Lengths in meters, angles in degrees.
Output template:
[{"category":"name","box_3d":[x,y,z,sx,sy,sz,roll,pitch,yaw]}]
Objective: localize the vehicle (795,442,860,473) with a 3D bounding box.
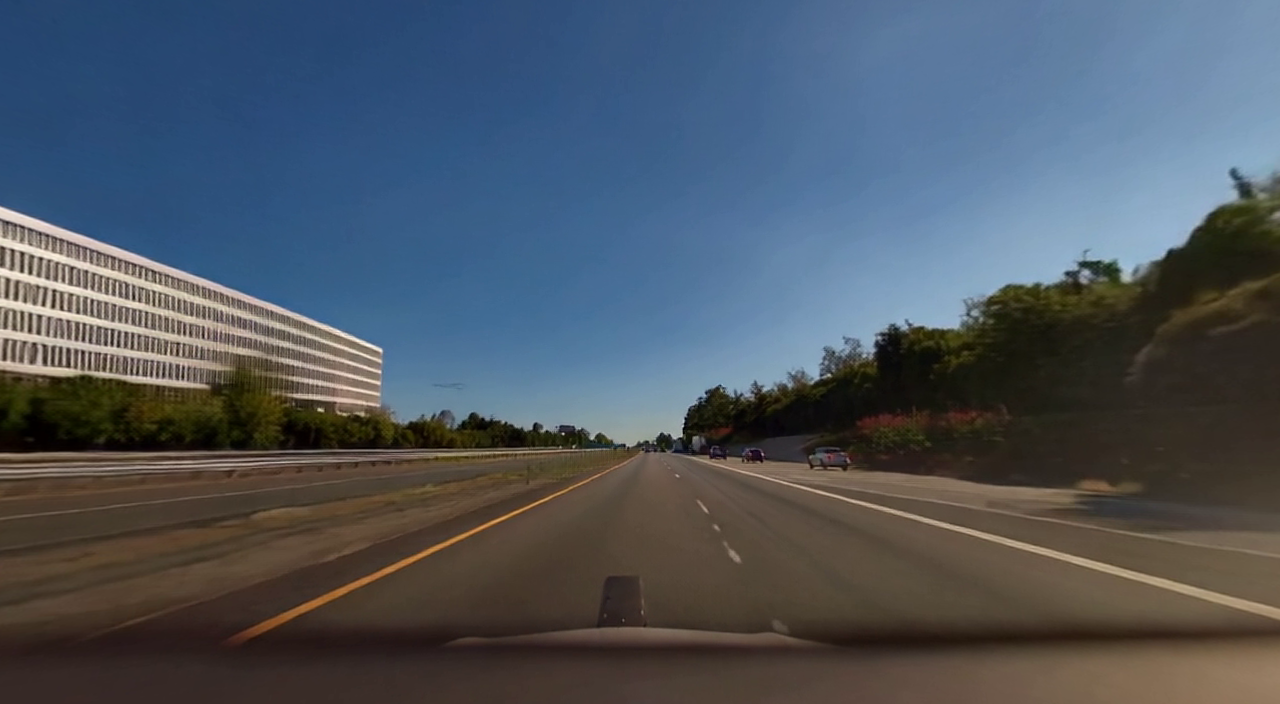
[{"category":"vehicle","box_3d":[10.957,6.211,37.273,2.127,1.646,4.926,0,-9,-3]}]
